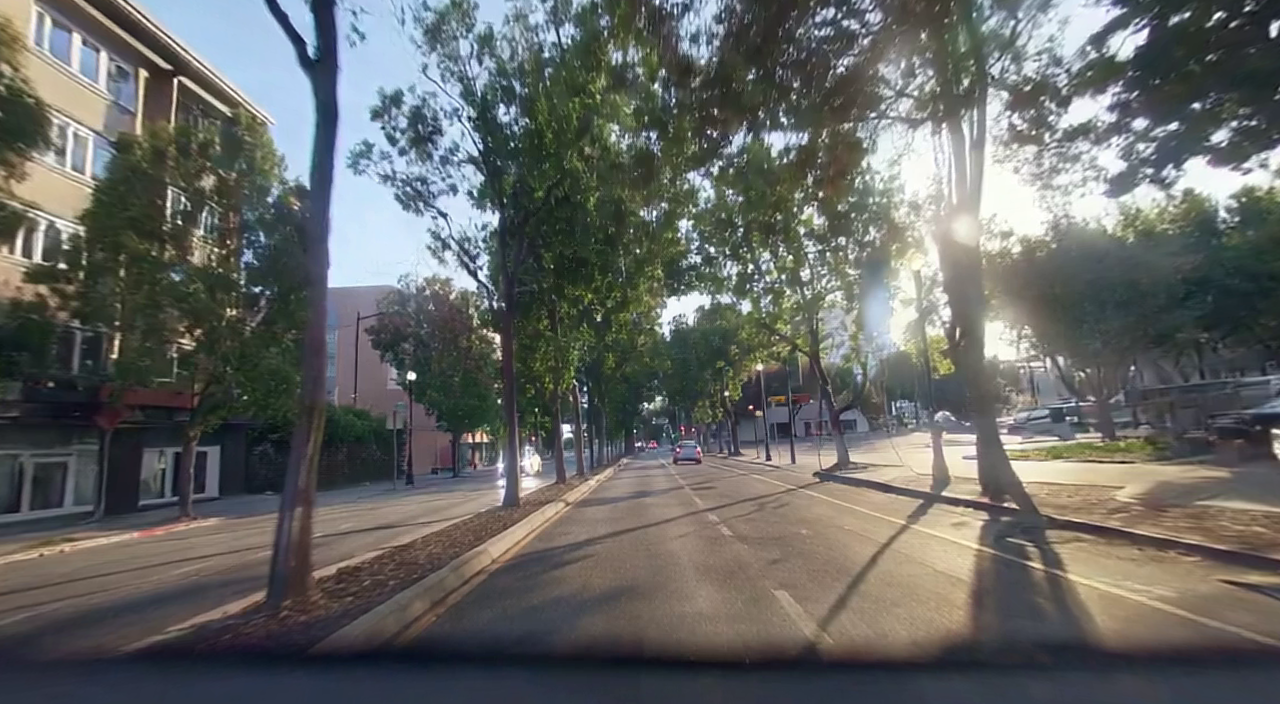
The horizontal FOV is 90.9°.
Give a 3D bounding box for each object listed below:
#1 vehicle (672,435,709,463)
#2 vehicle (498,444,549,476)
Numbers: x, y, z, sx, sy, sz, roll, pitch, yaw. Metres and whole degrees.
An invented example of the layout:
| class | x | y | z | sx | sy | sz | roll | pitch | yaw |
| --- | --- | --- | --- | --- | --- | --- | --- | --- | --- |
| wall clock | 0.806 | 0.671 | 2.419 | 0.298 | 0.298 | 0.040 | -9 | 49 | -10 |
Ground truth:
| class | x | y | z | sx | sy | sz | roll | pitch | yaw |
| --- | --- | --- | --- | --- | --- | --- | --- | --- | --- |
| vehicle | 3.305 | 6.504 | 42.288 | 2.129 | 1.719 | 4.205 | 0 | -8 | 0 |
| vehicle | -6.870 | 6.415 | 37.716 | 2.031 | 1.723 | 4.566 | 0 | -8 | 2 |
